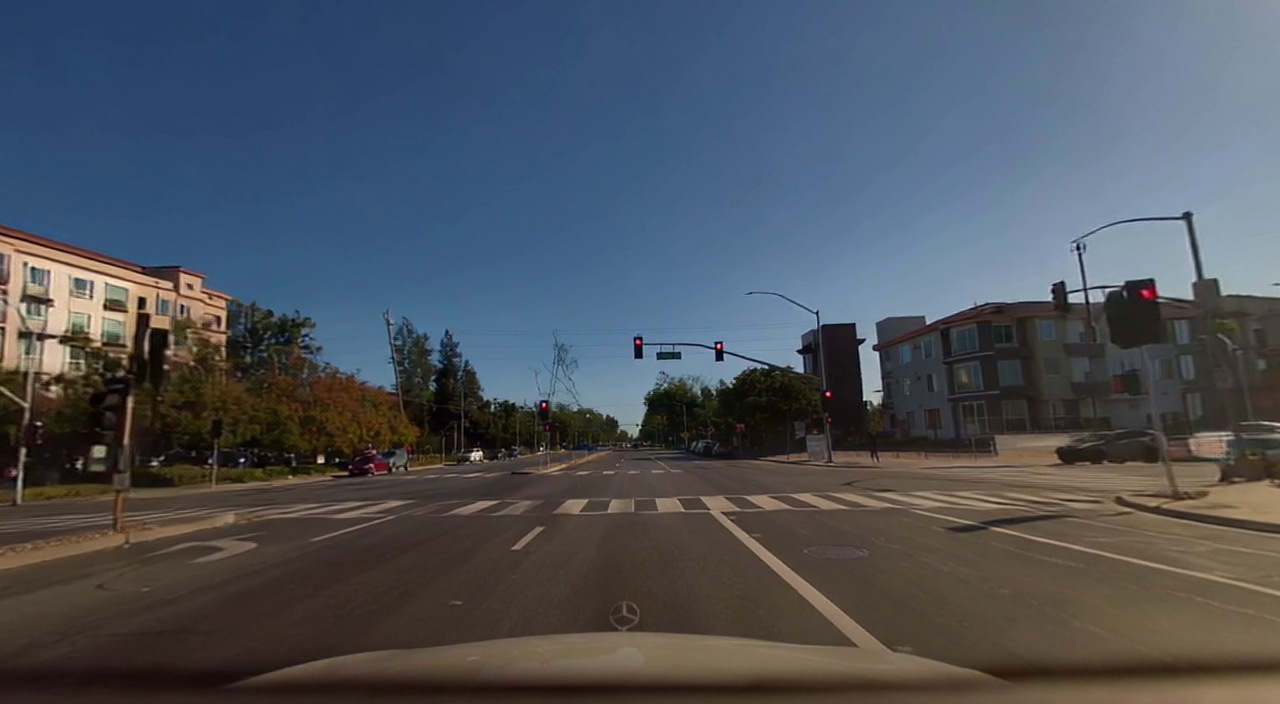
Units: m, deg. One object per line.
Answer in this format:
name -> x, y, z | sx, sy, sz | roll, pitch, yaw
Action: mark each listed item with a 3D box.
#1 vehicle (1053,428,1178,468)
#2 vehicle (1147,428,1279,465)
vehicle -> 22.089, 4.459, 29.481 | 4.323, 1.746, 1.872 | 0, -8, -3
vehicle -> 27.323, 4.481, 29.962 | 4.910, 1.644, 2.032 | 0, -8, -4
